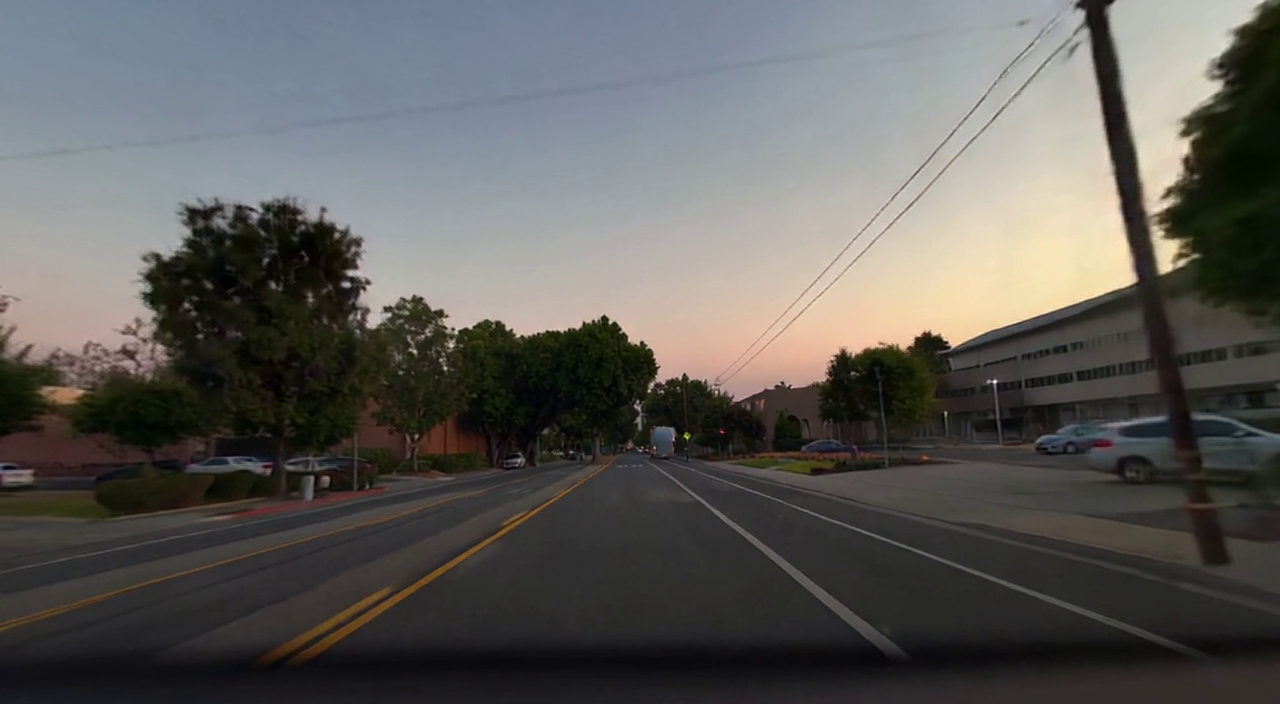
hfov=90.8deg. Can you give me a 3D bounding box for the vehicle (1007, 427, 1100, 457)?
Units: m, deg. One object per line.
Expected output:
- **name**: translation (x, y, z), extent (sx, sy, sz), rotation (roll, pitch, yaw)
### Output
- **vehicle**: translation (22.332, 4.832, 34.103), extent (4.750, 1.505, 1.928), rotation (3, -9, -26)

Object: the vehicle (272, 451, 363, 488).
- **vehicle**: translation (-16.560, 5.960, 32.402), extent (4.311, 1.746, 1.984), rotation (-5, -10, 29)

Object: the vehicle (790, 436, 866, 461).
- **vehicle**: translation (12.815, 6.588, 43.084), extent (4.554, 1.668, 1.974), rotation (-5, -10, 28)

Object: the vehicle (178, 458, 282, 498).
- **vehicle**: translation (-17.343, 5.265, 26.679), extent (4.708, 1.472, 1.994), rotation (-6, -11, 35)

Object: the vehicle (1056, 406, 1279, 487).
- **vehicle**: translation (12.715, 2.214, 14.790), extent (4.632, 1.701, 1.975), rotation (-4, -10, 26)

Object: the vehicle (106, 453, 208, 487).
- **vehicle**: translation (-27.686, 6.755, 36.447), extent (4.417, 1.747, 1.954), rotation (5, -10, -33)
